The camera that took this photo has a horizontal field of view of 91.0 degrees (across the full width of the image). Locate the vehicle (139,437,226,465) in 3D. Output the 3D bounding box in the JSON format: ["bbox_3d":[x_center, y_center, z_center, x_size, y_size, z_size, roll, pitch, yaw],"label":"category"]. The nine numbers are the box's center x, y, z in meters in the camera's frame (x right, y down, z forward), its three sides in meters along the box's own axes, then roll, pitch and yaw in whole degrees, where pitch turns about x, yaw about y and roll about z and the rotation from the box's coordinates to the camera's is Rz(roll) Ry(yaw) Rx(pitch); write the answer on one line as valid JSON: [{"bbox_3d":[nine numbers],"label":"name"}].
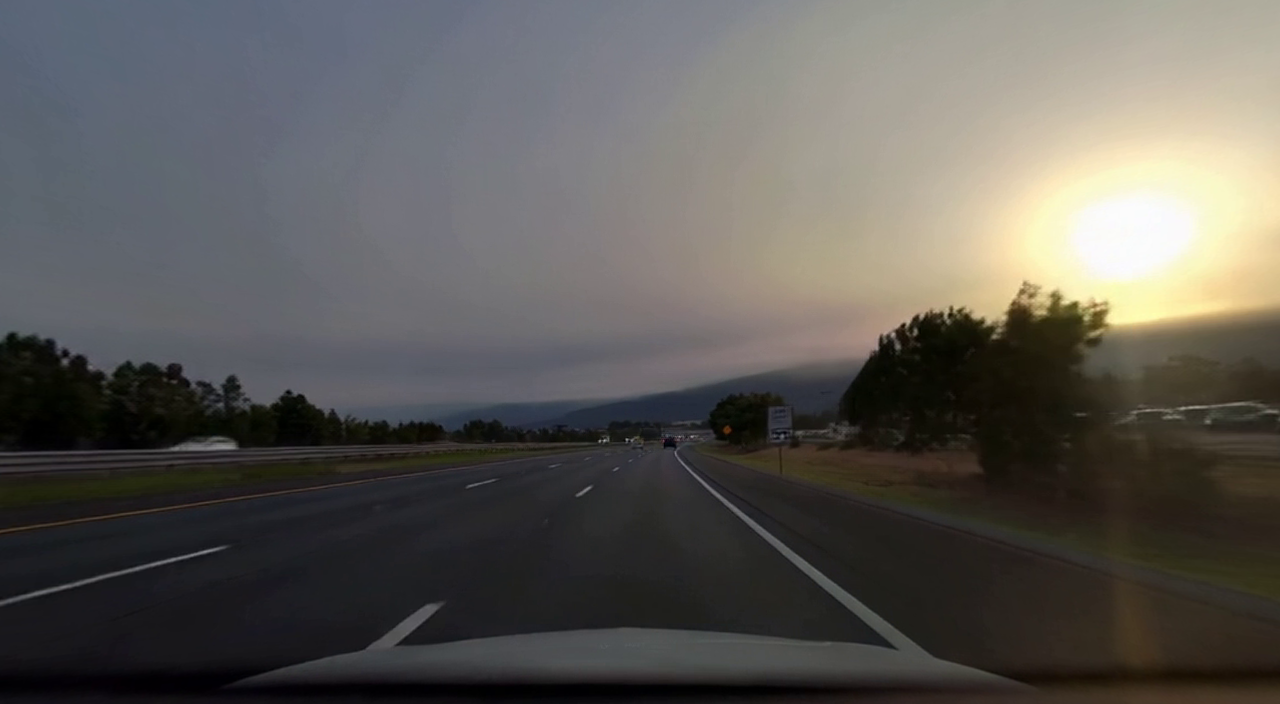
[{"bbox_3d":[-27.699,6.006,38.288,1.968,1.617,4.225,0,-9,2],"label":"vehicle"}]
